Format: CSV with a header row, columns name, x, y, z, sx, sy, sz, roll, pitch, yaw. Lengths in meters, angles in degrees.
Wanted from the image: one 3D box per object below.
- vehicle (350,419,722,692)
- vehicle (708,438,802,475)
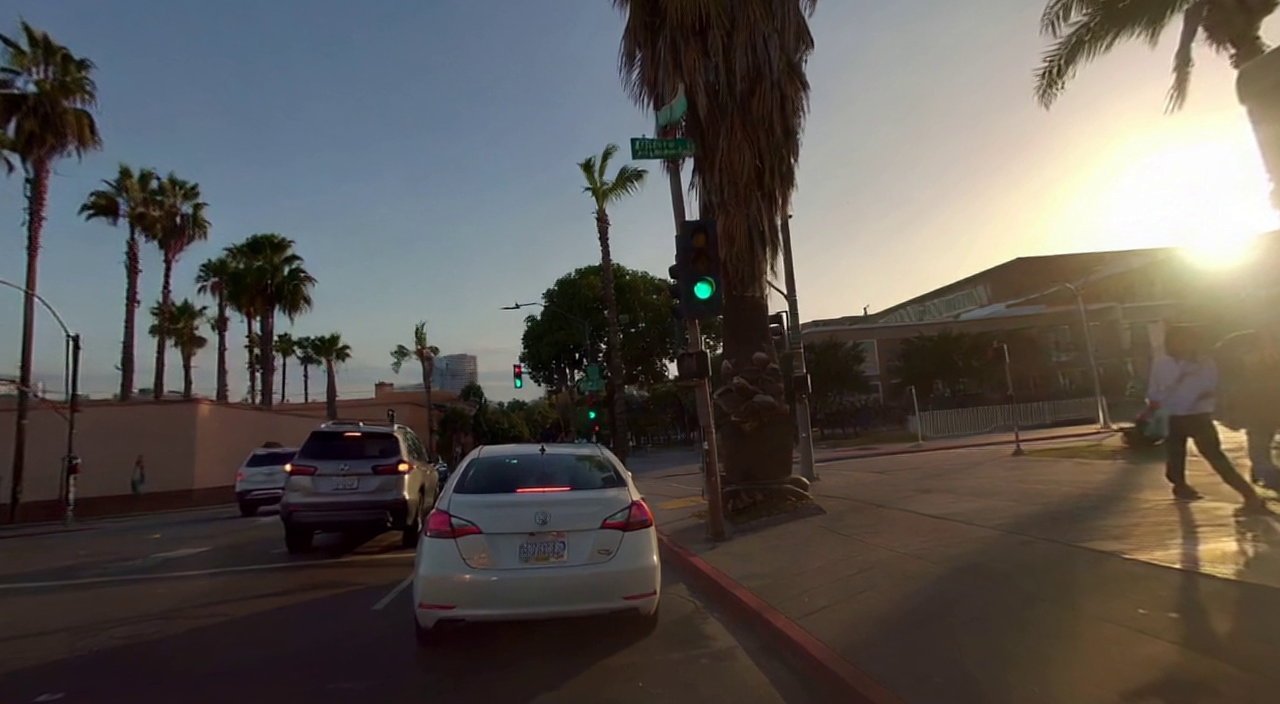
name,x,y,z,sx,sy,sz,roll,pitch,yaw
vehicle,-0.844,1.445,5.759,2.065,1.467,4.289,1,-9,-8
vehicle,5.541,5.080,30.761,3.987,1.636,1.903,1,-10,-14
